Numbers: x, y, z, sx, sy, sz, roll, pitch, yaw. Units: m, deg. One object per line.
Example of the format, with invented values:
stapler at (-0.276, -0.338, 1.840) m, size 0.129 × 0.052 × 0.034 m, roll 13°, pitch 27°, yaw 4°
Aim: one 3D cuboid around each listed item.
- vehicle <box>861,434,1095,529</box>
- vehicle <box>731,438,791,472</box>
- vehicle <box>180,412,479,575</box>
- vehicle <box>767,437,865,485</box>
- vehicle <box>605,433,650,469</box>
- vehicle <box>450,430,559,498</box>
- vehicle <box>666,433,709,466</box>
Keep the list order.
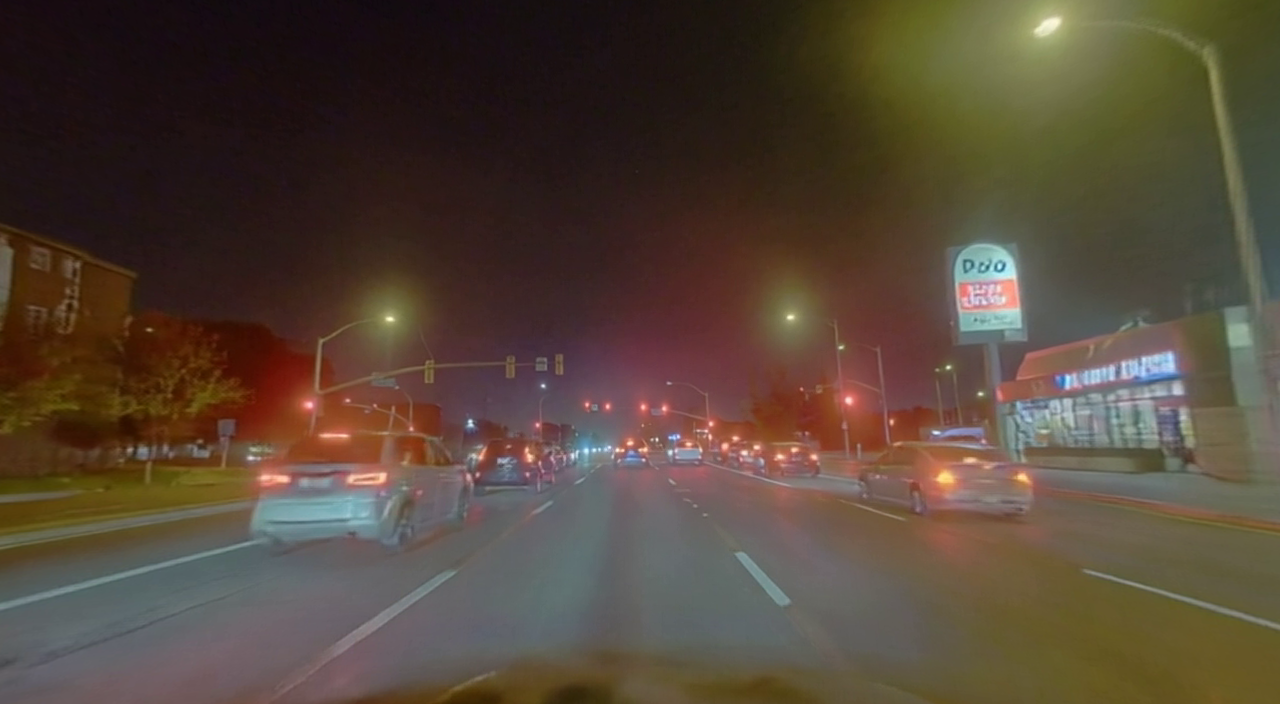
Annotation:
vehicle at (6.070, 2.358, 12.154) m, size 2.017 × 1.453 × 4.497 m, roll 0°, pitch -8°, yaw 0°
vehicle at (5.832, 5.009, 30.995) m, size 1.884 × 1.522 × 4.557 m, roll 0°, pitch -8°, yaw -2°
vehicle at (-3.651, 1.725, 8.423) m, size 1.934 × 1.624 × 3.964 m, roll 0°, pitch -8°, yaw 0°
vehicle at (5.972, 3.744, 22.054) m, size 1.969 × 1.502 × 4.663 m, roll 0°, pitch -8°, yaw -1°
vehicle at (-0.646, 5.262, 33.659) m, size 2.261 × 1.741 × 4.255 m, roll 0°, pitch -8°, yaw -1°
vehicle at (-3.561, 3.031, 17.492) m, size 2.063 × 1.625 × 4.290 m, roll 0°, pitch -8°, yaw 0°
vehicle at (2.679, 5.622, 36.617) m, size 2.018 × 1.779 × 4.338 m, roll 0°, pitch -8°, yaw -2°
